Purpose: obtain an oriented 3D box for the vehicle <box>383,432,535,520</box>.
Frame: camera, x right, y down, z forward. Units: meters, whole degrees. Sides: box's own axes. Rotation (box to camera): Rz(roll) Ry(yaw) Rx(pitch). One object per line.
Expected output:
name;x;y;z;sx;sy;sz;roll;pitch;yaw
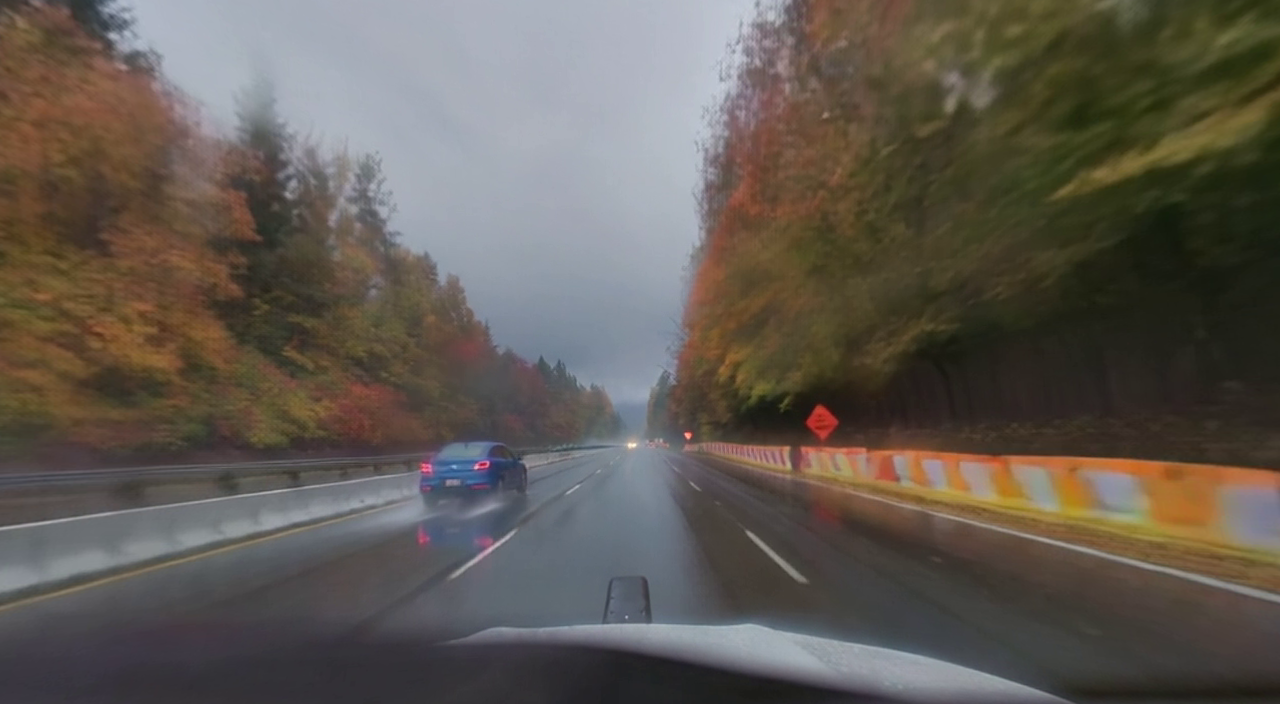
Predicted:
vehicle;-3.509;2.462;13.057;1.902;1.505;4.016;0;-8;1
